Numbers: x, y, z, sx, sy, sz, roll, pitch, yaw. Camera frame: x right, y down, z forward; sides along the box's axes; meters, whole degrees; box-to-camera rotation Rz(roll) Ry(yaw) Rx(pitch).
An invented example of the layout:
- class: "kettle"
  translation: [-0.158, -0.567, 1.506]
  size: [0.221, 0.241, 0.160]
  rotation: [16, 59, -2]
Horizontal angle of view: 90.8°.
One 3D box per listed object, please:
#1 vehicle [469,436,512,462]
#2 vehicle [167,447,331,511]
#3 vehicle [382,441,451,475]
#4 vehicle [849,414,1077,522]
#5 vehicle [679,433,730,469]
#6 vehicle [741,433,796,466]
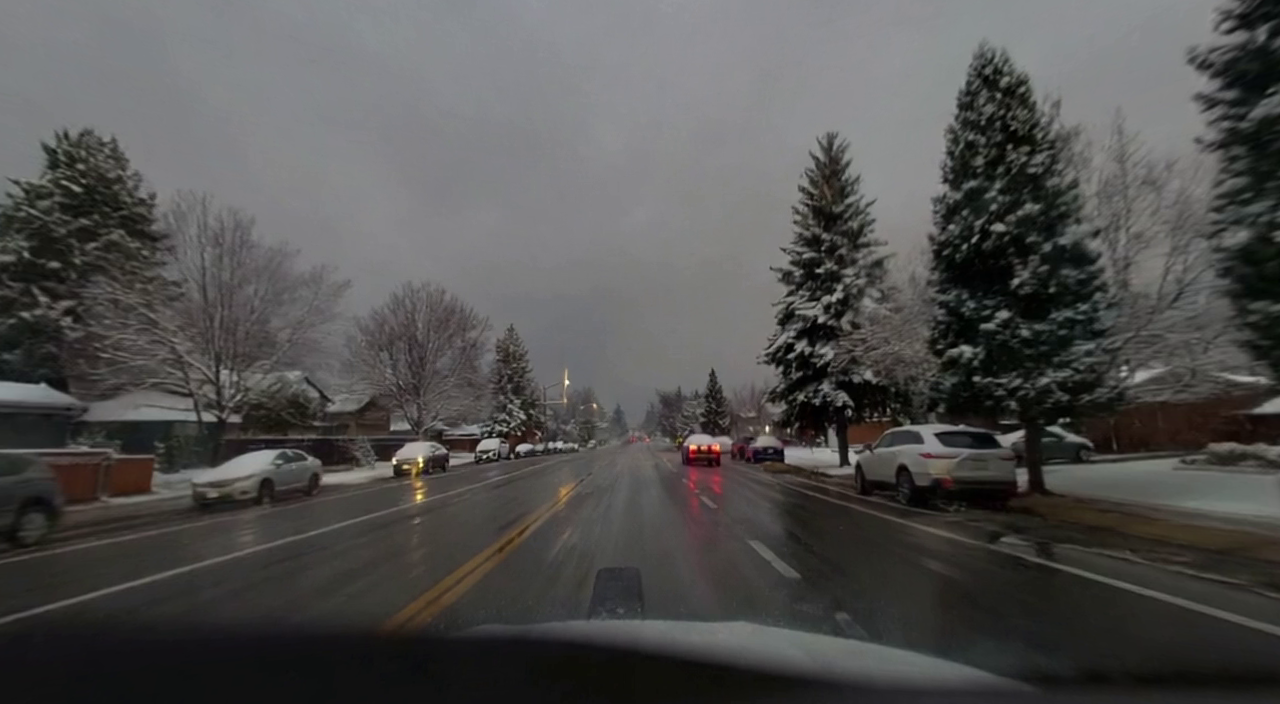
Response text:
- class: "vehicle"
  translation: [-11.471, 7.467, 48.851]
  size: [2.181, 1.920, 4.570]
  rotation: [0, -8, 0]
- class: "vehicle"
  translation: [-11.298, 3.659, 18.752]
  size: [1.916, 1.612, 4.700]
  rotation: [0, -8, -1]
- class: "vehicle"
  translation: [-11.516, 5.475, 32.955]
  size: [1.953, 1.649, 4.648]
  rotation: [0, -8, -1]
- class: "vehicle"
  translation: [7.581, 2.802, 15.956]
  size: [2.175, 2.157, 6.330]
  rotation: [0, -8, -2]
- class: "vehicle"
  translation: [3.130, 4.892, 31.395]
  size: [1.951, 1.620, 4.582]
  rotation: [0, -8, -1]
- class: "vehicle"
  translation: [7.585, 5.814, 37.789]
  size: [2.071, 1.793, 5.072]
  rotation: [0, -8, -1]
